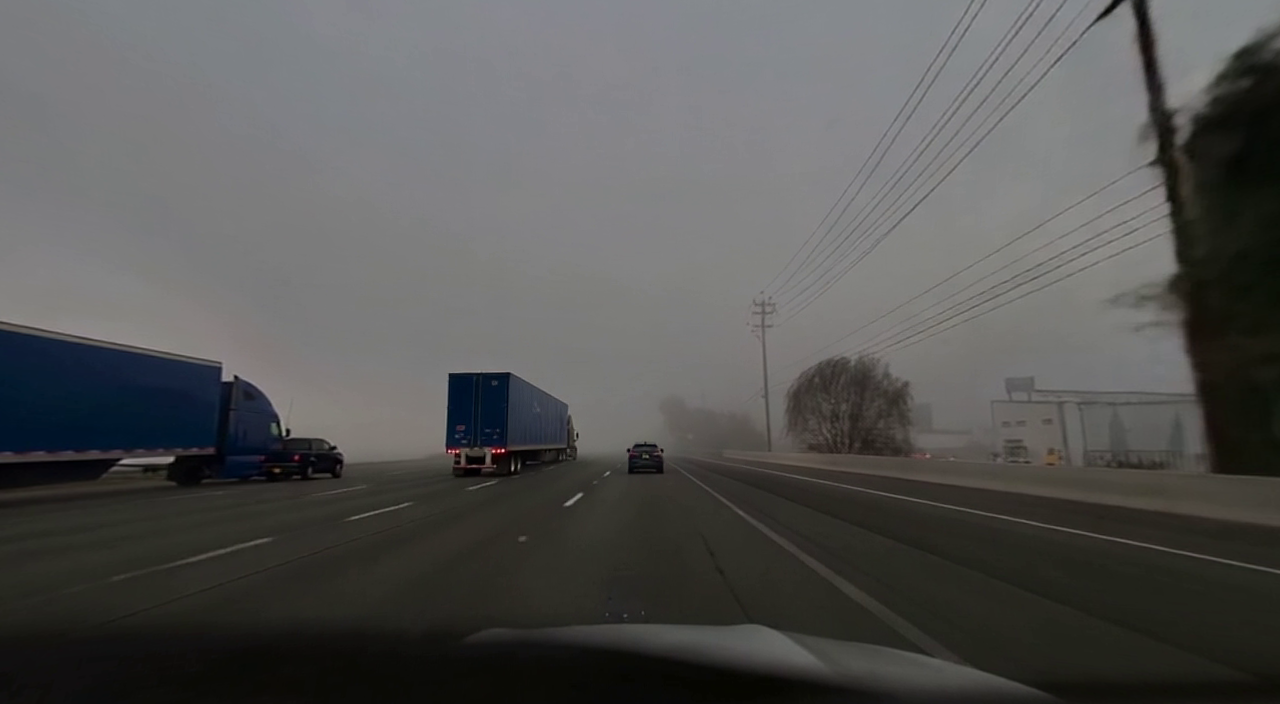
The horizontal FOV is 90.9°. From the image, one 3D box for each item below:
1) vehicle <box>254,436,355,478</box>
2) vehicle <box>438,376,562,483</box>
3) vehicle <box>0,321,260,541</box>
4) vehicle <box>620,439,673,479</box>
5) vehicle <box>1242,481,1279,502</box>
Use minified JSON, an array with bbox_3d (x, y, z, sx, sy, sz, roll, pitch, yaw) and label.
[{"bbox_3d":[-14.679,4.630,27.954,1.938,1.679,4.469,0,-8,1],"label":"vehicle"},{"bbox_3d":[-6.319,4.092,31.952,2.907,4.081,15.311,0,-8,0],"label":"vehicle"},{"bbox_3d":[-10.689,1.326,10.302,2.896,3.140,9.491,0,-8,1],"label":"vehicle"},{"bbox_3d":[0.265,4.483,26.602,2.055,1.514,4.323,0,-8,0],"label":"vehicle"},{"bbox_3d":[49.930,10.882,49.324,3.977,1.471,1.890,1,-9,-9],"label":"vehicle"}]
